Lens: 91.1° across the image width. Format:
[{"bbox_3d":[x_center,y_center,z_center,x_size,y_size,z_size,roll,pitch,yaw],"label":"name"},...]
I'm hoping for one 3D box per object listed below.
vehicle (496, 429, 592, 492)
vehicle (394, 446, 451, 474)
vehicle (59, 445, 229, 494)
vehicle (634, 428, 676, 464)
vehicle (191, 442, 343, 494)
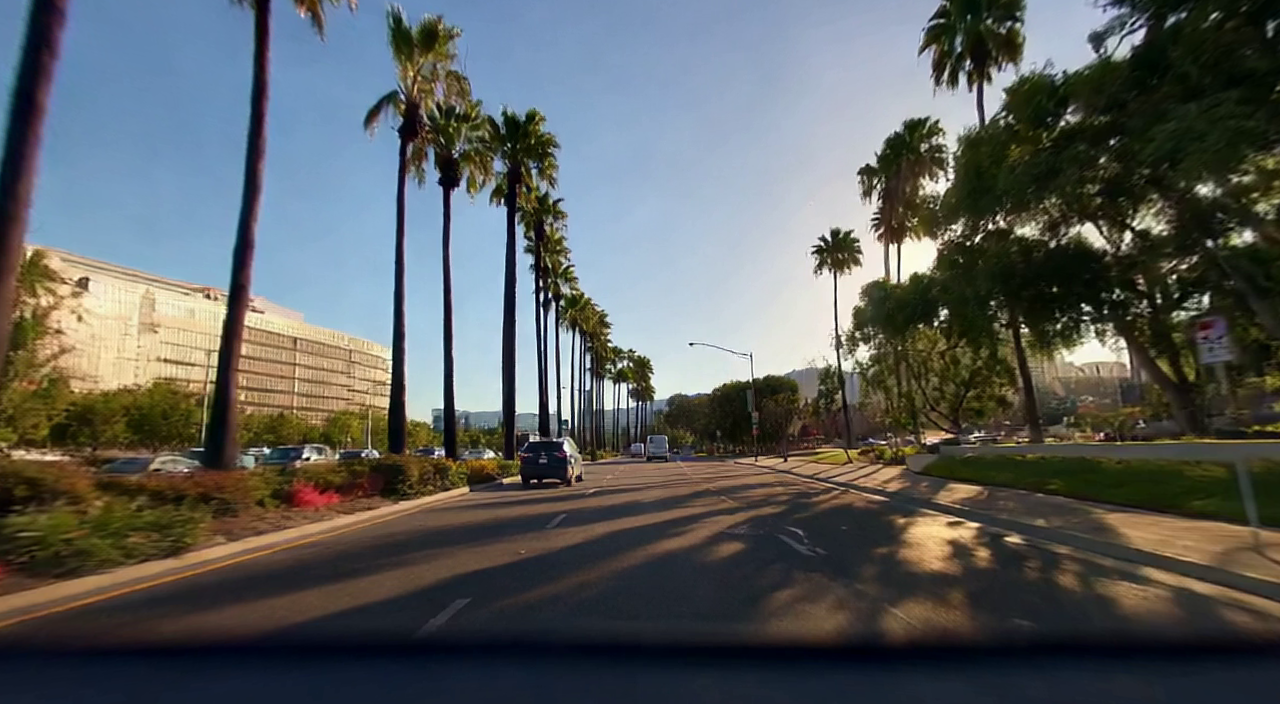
[{"bbox_3d":[-2.989,3.530,20.716,2.188,1.819,4.667,-1,-8,3],"label":"vehicle"},{"bbox_3d":[-15.565,7.726,45.246,2.142,1.913,4.745,-1,-8,3],"label":"vehicle"},{"bbox_3d":[-20.680,4.874,26.647,2.332,1.852,5.739,-1,-8,3],"label":"vehicle"},{"bbox_3d":[1.211,7.031,46.948,2.758,2.550,4.206,-1,-9,7],"label":"vehicle"},{"bbox_3d":[-15.482,4.822,26.651,2.557,1.912,5.960,-1,-8,3],"label":"vehicle"}]
